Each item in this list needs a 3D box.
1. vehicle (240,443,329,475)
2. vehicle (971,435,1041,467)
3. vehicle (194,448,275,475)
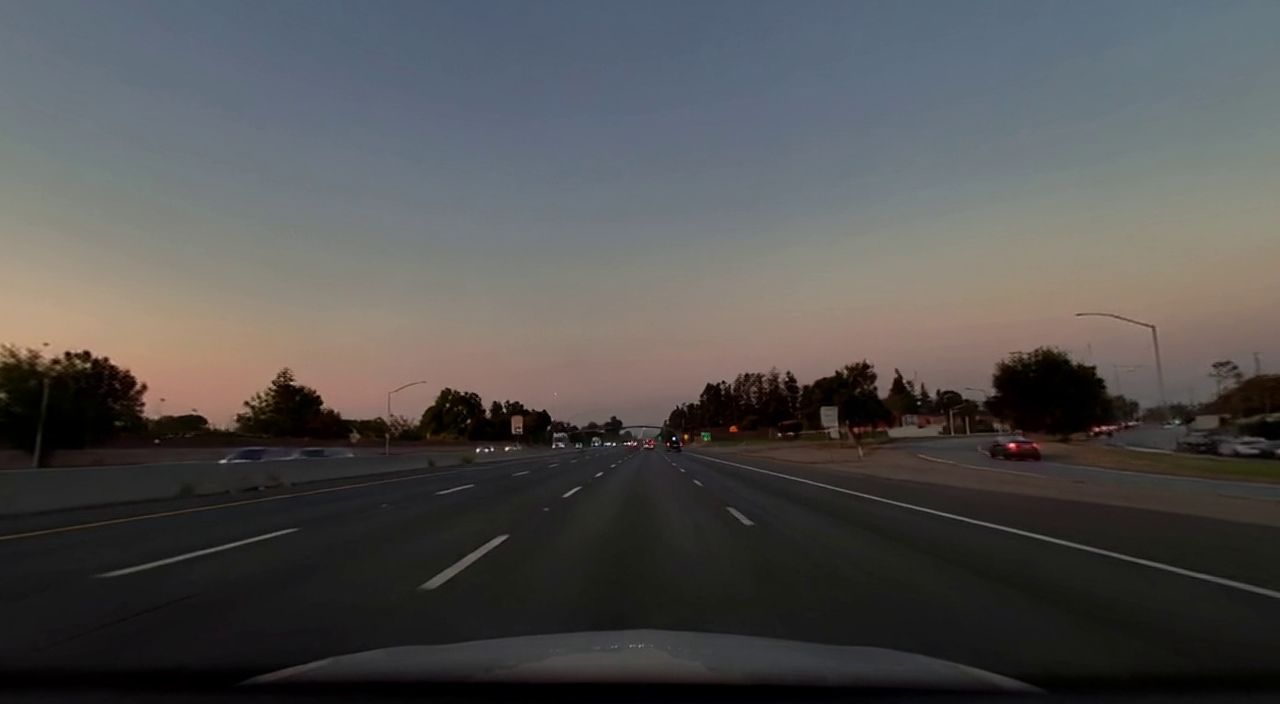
[{"bbox_3d":[-18.245,5.474,32.601,1.898,1.498,4.536,0,-8,1],"label":"vehicle"},{"bbox_3d":[20.249,5.496,35.112,2.039,1.658,4.457,-2,-9,12],"label":"vehicle"},{"bbox_3d":[-25.319,6.816,39.526,1.911,1.546,4.648,0,-8,1],"label":"vehicle"}]
